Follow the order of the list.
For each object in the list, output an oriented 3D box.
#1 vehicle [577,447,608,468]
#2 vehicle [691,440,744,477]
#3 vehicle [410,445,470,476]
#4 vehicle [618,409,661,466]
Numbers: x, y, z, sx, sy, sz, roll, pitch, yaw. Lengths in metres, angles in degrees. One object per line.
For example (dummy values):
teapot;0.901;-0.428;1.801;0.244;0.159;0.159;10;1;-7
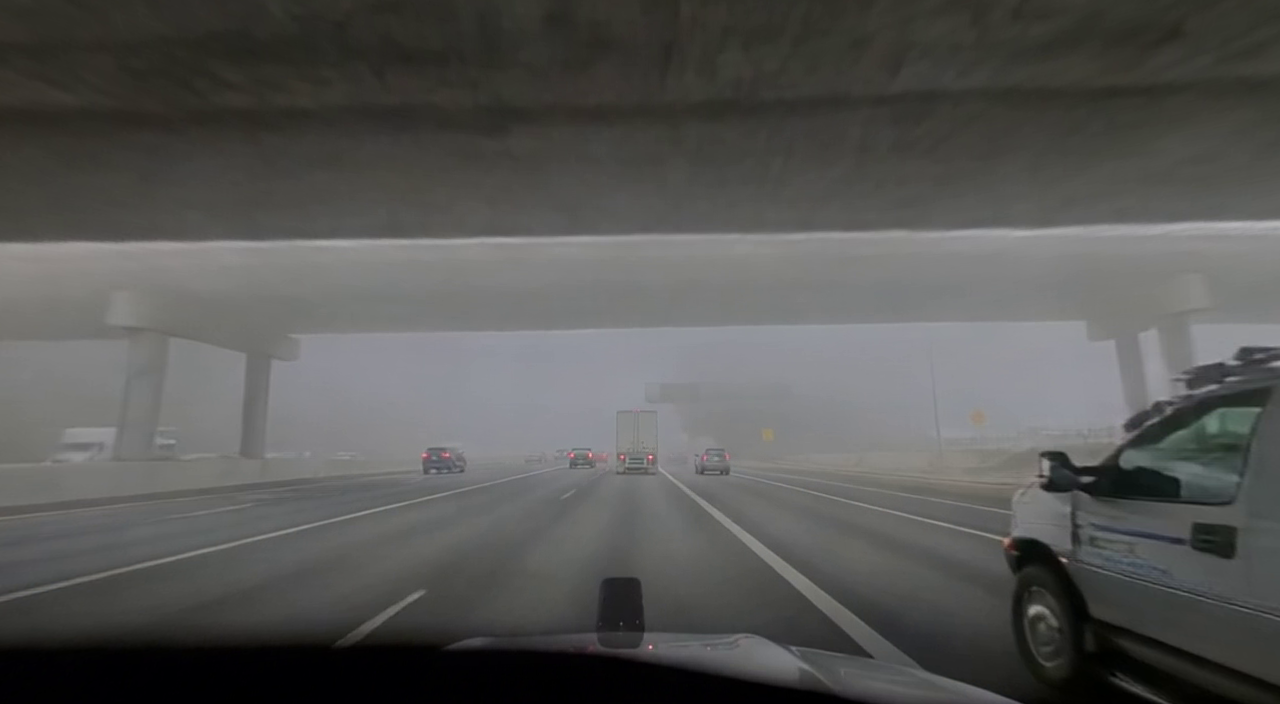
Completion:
vehicle;-3.709;8.241;49.389;2.083;1.576;4.307;0;-9;0
vehicle;3.786;5.294;31.484;2.107;1.707;4.445;0;-9;0
vehicle;-11.213;6.124;35.626;1.966;1.627;4.258;0;-9;1
vehicle;0.125;6.767;49.146;3.012;3.928;10.262;0;-9;2
